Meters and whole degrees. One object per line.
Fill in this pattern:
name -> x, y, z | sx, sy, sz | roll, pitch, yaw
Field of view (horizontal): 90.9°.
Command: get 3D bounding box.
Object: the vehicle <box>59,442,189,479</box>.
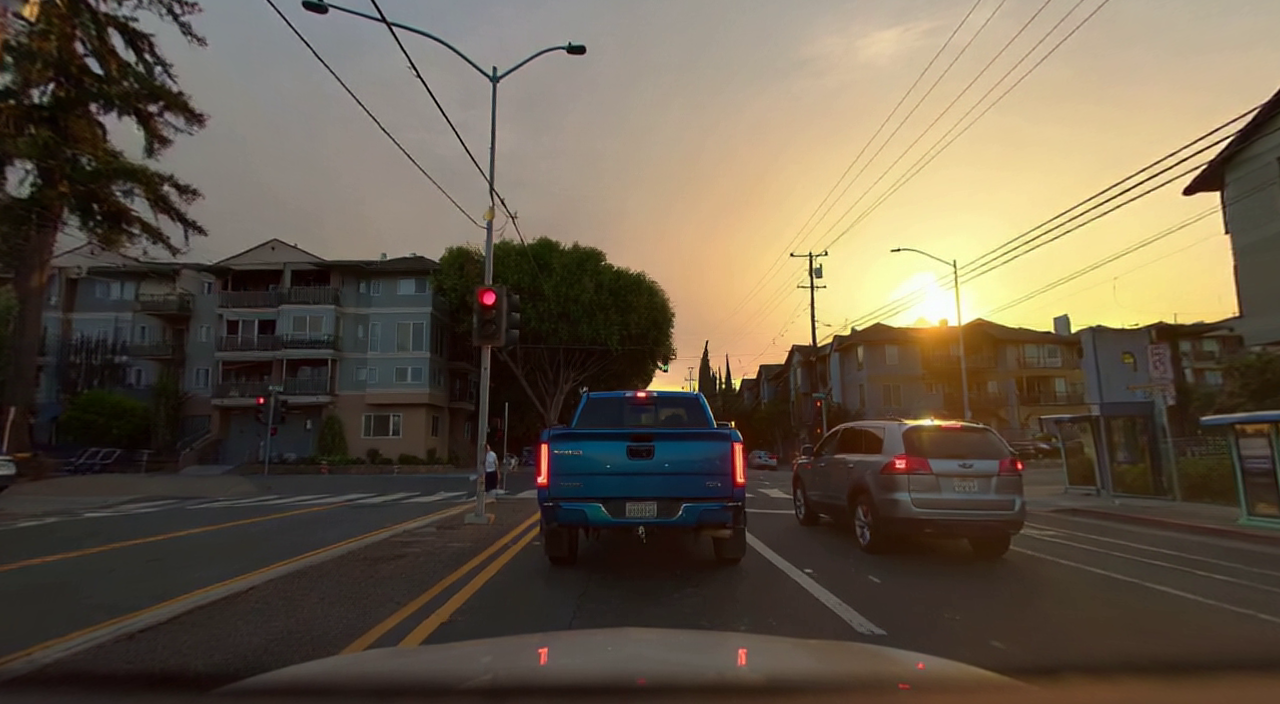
vehicle -> -24.829, 5.212, 30.432 | 4.563, 1.692, 1.778 | 0, -9, -2

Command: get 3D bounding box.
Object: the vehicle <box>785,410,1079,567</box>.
vehicle -> 3.847, 1.892, 9.554 | 2.131, 1.759, 4.762 | 0, -8, 0

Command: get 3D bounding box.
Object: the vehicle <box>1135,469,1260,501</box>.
vehicle -> 26.412, 6.294, 29.966 | 4.071, 1.388, 1.884 | 0, -8, 1

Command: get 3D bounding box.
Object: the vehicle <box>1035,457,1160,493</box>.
vehicle -> 21.810, 5.863, 30.163 | 4.498, 1.618, 1.843 | 0, -9, 0

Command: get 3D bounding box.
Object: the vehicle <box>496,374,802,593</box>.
vehicle -> 0.113, 1.556, 8.283 | 2.738, 1.959, 5.070 | 0, -8, 1
